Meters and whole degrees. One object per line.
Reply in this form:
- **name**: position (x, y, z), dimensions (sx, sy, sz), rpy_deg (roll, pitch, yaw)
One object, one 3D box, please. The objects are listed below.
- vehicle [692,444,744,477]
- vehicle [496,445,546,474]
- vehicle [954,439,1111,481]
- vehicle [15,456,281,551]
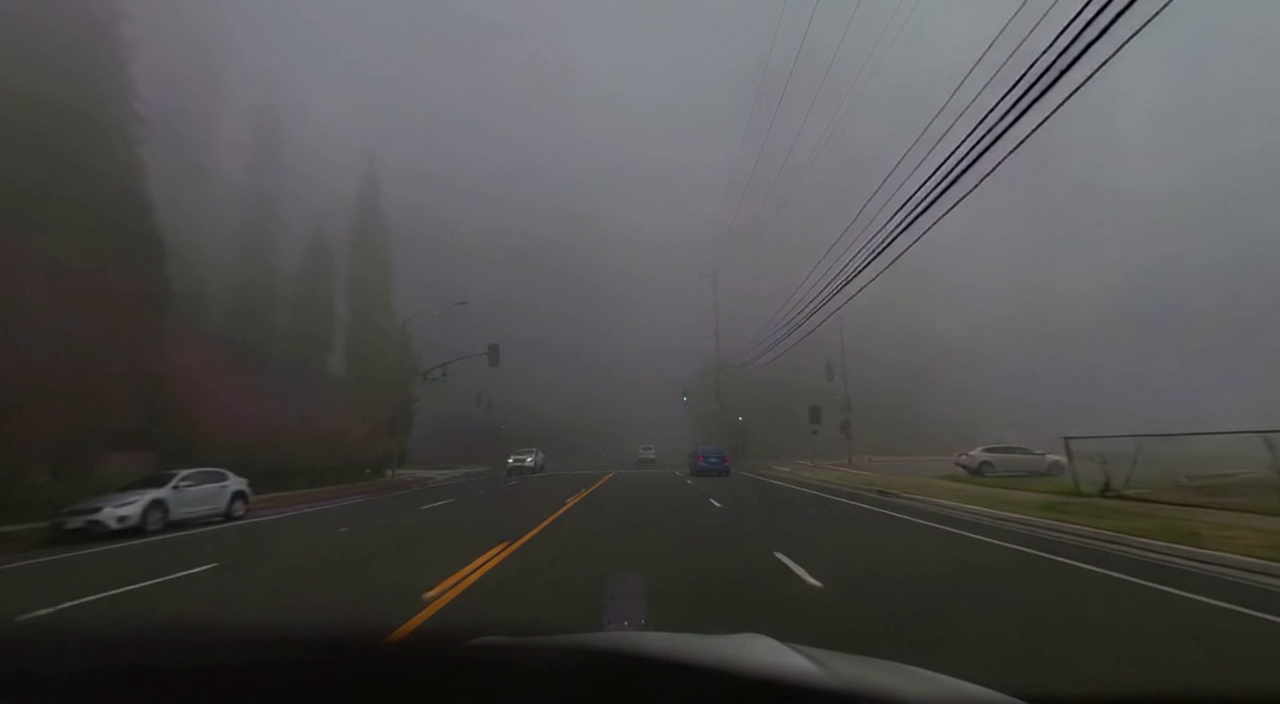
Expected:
- **vehicle**: position (3.756, 5.301, 31.074), dimensions (1.951, 1.479, 4.487), rpy_deg (0, -8, -1)
- **vehicle**: position (-7.210, 6.567, 38.679), dimensions (2.126, 1.645, 4.493), rpy_deg (0, -8, 1)
- **vehicle**: position (14.812, 4.064, 23.937), dimensions (4.838, 1.474, 1.873), rpy_deg (1, -8, -6)
- **vehicle**: position (-10.158, 3.099, 13.656), dimensions (2.032, 1.452, 4.656), rpy_deg (-2, -7, 0)
